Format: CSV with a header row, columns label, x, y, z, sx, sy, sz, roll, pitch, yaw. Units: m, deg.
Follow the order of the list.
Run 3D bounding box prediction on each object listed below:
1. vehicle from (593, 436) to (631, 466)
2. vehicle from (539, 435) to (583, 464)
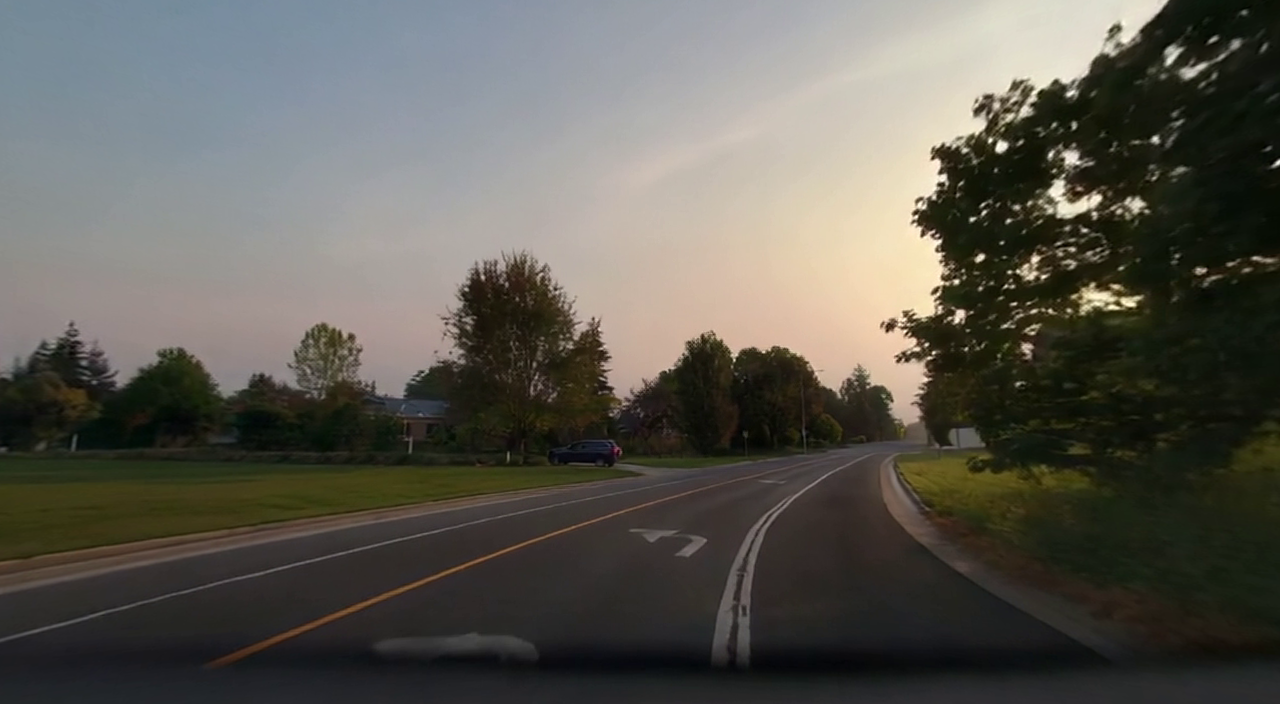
label,x,y,z,sx,sy,sz,roll,pitch,yaw
vehicle,-1.873,6.375,40.661,2.244,1.796,5.170,1,-9,-4
vehicle,-5.304,6.449,41.805,2.192,1.740,4.521,3,-9,-15
